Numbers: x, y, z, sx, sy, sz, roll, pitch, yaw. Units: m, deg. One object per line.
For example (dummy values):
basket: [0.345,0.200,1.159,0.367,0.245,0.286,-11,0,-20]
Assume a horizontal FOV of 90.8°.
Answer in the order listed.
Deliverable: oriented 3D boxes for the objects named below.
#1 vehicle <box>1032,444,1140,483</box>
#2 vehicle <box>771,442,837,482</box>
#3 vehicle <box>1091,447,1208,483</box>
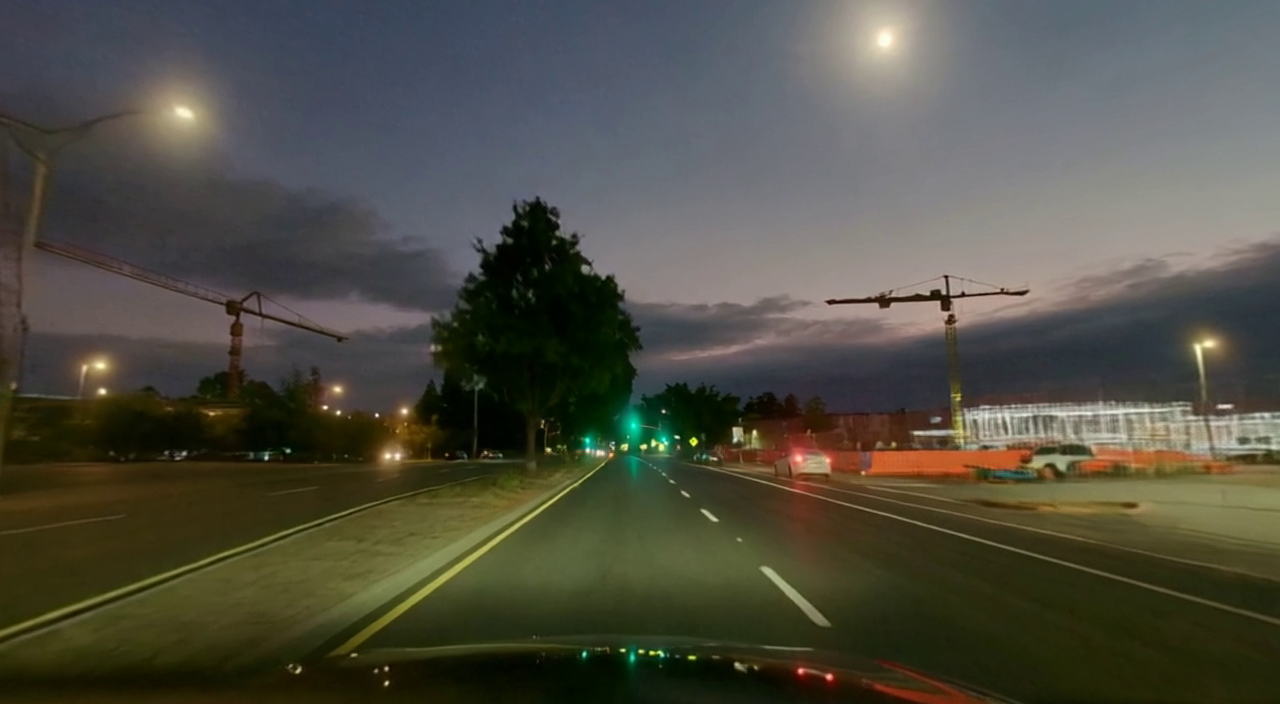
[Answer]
vehicle: [20.852,5.182,29.757,1.965,1.690,4.077,0,-8,-2]
vehicle: [7.939,5.316,30.970,2.080,1.706,4.392,3,-8,0]
vehicle: [23.871,5.274,29.822,1.786,1.495,4.183,2,-8,-6]
